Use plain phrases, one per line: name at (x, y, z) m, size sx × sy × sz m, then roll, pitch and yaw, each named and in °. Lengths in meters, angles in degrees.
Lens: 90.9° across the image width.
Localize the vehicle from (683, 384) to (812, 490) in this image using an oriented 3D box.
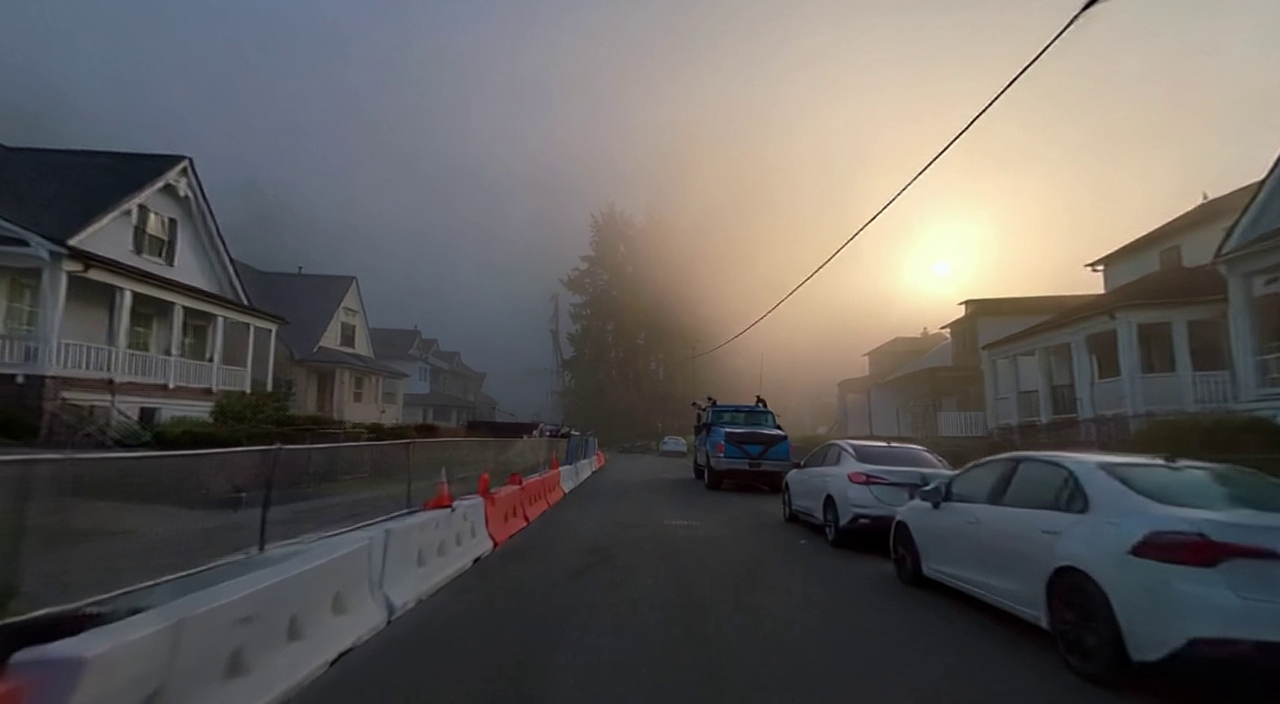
vehicle at (3.059, 2.659, 19.835) m, size 2.879 × 2.801 × 6.142 m, roll 0°, pitch -8°, yaw -1°

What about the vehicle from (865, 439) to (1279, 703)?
vehicle at (3.364, 1.379, 4.652) m, size 1.805 × 1.436 × 4.201 m, roll 0°, pitch -8°, yaw -1°
